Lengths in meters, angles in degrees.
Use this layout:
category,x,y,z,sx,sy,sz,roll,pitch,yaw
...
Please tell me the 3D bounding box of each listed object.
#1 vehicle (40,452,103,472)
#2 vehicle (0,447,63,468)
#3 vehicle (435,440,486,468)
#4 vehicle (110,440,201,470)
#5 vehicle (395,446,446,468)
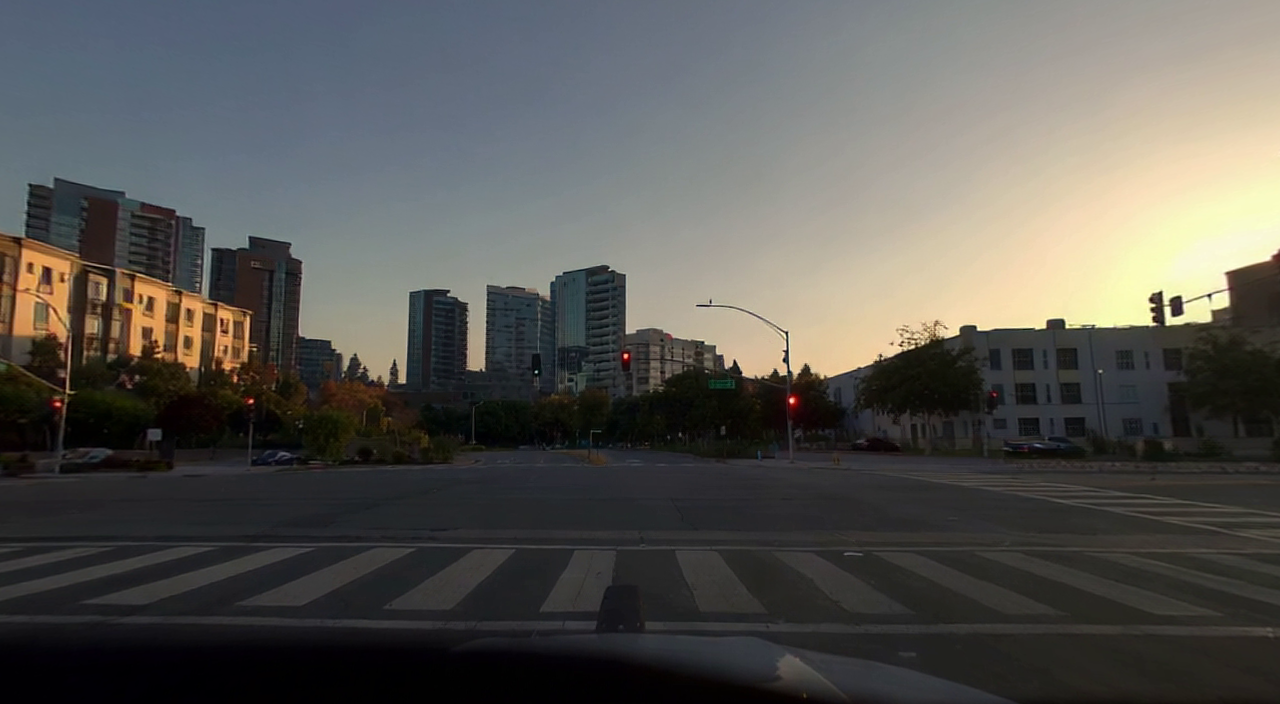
category,x,y,z,sx,sy,sz,roll,pitch,yaw
vehicle,-41.579,8.027,46.285,1.552,1.339,3.340,-2,-9,-1
vehicle,-45.263,7.757,46.597,1.858,1.467,3.624,0,-8,0
vehicle,-11.957,6.785,42.329,2.080,1.763,4.341,0,-8,0
vehicle,-34.905,7.415,45.746,2.204,1.955,5.518,0,-8,0
vehicle,-15.504,7.442,44.794,2.056,1.450,4.343,0,-8,0
